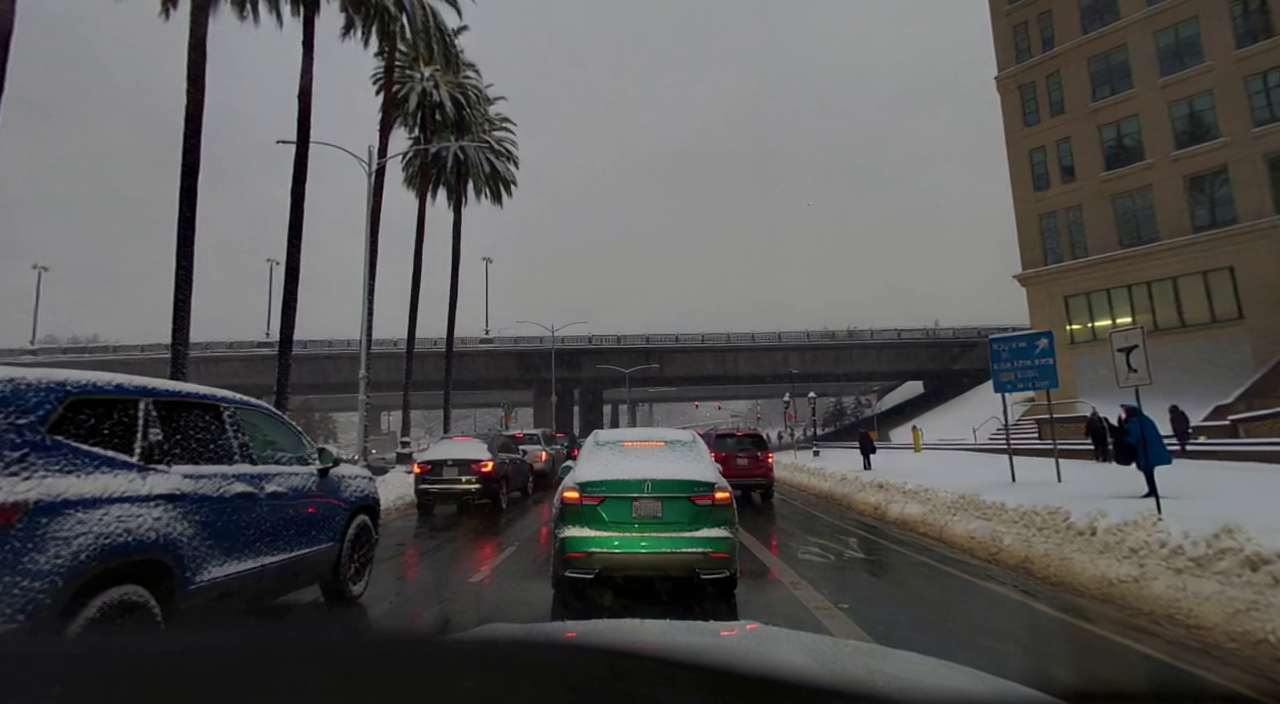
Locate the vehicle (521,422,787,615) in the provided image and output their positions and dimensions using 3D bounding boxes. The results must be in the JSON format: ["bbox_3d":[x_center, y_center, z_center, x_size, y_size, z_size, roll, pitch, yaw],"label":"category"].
[{"bbox_3d":[0.090,1.591,6.989,2.036,1.461,4.129,0,-8,0],"label":"vehicle"}]

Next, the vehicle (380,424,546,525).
[{"bbox_3d":[-3.198,2.300,12.385,1.955,1.637,4.032,0,-8,2],"label":"vehicle"}]

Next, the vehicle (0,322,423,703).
[{"bbox_3d":[-3.261,1.063,4.187,2.014,1.740,4.359,0,-8,1],"label":"vehicle"}]
